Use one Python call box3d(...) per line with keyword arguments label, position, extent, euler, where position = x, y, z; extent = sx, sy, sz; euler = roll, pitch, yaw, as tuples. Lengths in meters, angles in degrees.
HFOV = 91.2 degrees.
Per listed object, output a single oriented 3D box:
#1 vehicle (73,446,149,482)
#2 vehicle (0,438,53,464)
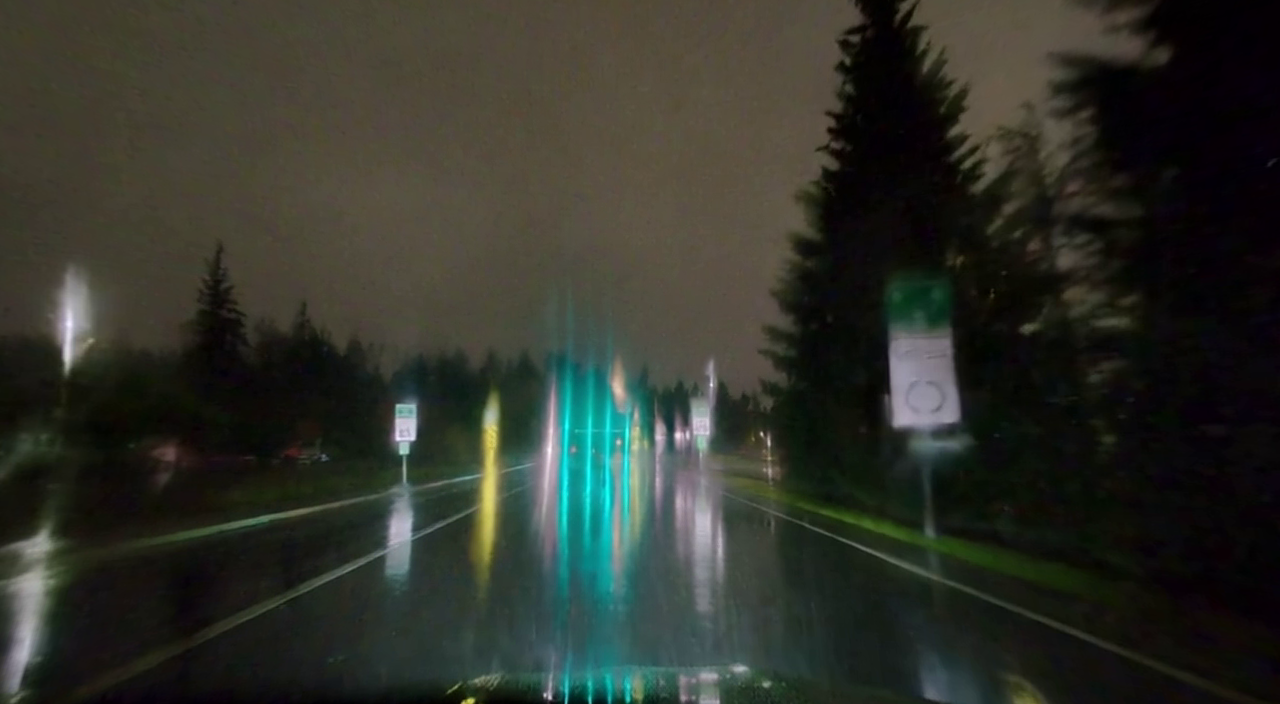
box3d(label="vehicle", position=(-24.023, 5.052, 28.409), extent=(3.857, 1.479, 1.711), euler=(-7, -11, 37))
box3d(label="vehicle", position=(-39.547, 6.352, 40.361), extent=(3.659, 1.512, 1.701), euler=(-4, -9, 36))
